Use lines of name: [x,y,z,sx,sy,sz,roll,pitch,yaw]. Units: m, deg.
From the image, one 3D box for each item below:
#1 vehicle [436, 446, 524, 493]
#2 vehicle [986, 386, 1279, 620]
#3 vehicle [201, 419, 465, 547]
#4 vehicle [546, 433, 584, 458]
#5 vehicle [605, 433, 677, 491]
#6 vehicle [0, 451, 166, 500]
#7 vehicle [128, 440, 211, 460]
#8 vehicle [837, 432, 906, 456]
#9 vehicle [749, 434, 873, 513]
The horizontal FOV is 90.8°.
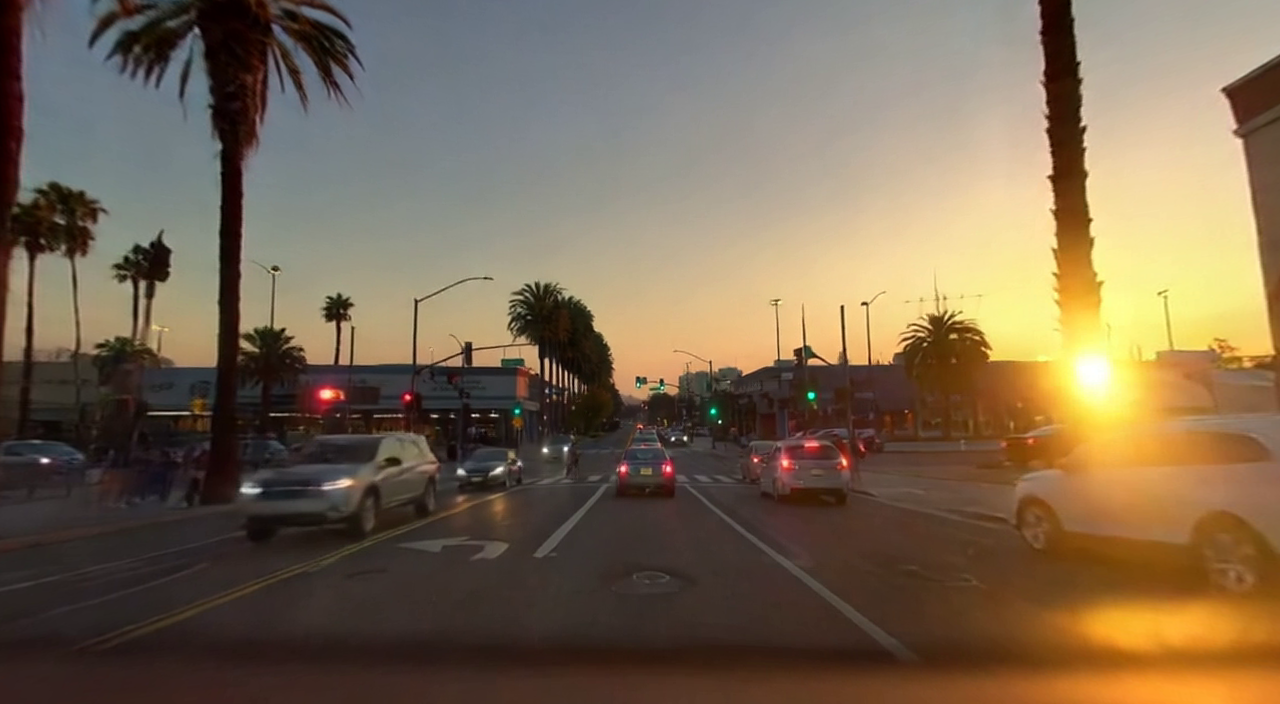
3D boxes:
vehicle: [-5.564,4.108,22.558,2.009,1.461,4.484,0,-9,-1]
vehicle: [6.208,1.467,6.735,1.981,1.893,5.238,0,-9,-1]
vehicle: [-4.979,2.198,11.343,2.341,1.762,4.865,0,-9,-1]
vehicle: [-5.735,7.279,49.071,2.324,1.808,4.946,-1,-9,1]
vehicle: [-0.002,3.825,22.372,2.264,1.798,4.531,0,-9,-1]
vehicle: [-19.532,4.167,21.740,1.759,1.457,4.727,-7,-11,37]
vehicle: [-35.573,7.438,47.840,4.643,1.464,2.125,-1,-9,5]
vehicle: [17.046,6.833,46.726,4.304,1.685,1.947,0,-9,0]
vehicle: [4.140,3.016,16.148,2.070,1.711,4.480,-1,-9,3]
